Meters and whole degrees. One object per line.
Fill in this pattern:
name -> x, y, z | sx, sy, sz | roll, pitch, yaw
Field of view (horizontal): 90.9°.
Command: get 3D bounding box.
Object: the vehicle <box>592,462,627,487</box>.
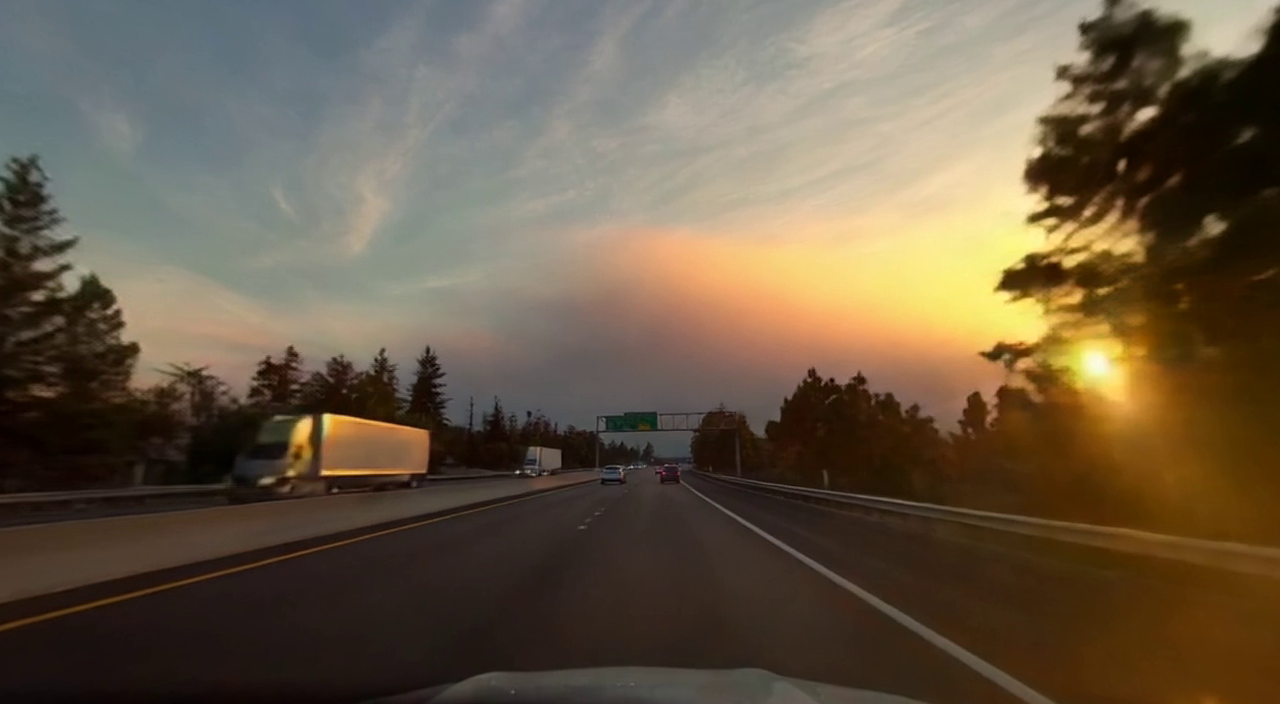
vehicle -> -2.152, 8.939, 46.047 | 2.160, 1.721, 4.368 | 0, -11, 3

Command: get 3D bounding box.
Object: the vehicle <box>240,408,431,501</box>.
vehicle -> -15.651, 5.773, 34.626 | 2.881, 4.002, 14.159 | 1, -11, 2
